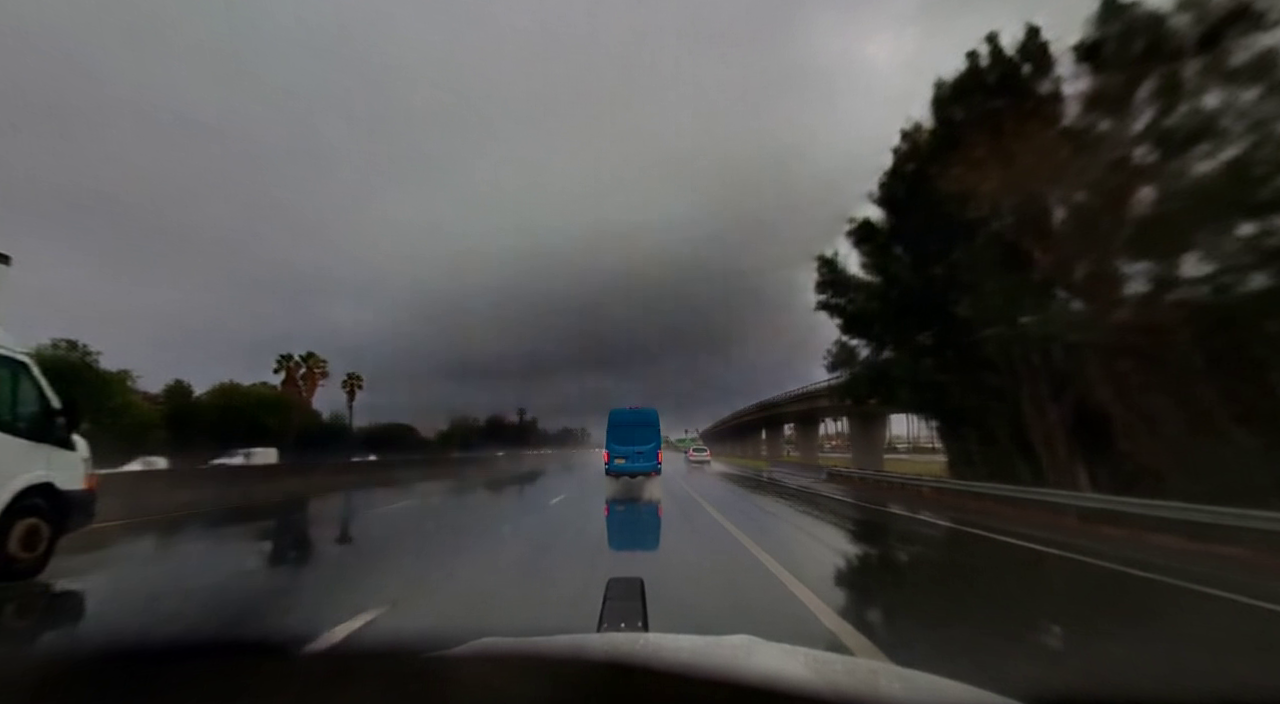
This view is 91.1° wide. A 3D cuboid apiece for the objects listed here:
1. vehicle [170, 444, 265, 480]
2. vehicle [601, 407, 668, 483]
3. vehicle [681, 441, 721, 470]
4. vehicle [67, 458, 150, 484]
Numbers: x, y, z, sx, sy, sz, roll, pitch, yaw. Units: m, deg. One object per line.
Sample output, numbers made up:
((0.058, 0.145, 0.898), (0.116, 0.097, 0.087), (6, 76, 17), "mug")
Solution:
((-28.659, 7.428, 42.877), (2.265, 2.281, 5.988), (0, -9, 0), "vehicle")
((-0.086, 3.858, 26.016), (2.476, 2.776, 5.598), (0, -9, 2), "vehicle")
((3.721, 6.394, 39.010), (1.987, 1.648, 3.984), (0, -9, -1), "vehicle")
((-39.581, 8.857, 46.916), (1.940, 1.700, 4.823), (0, -8, -1), "vehicle")
